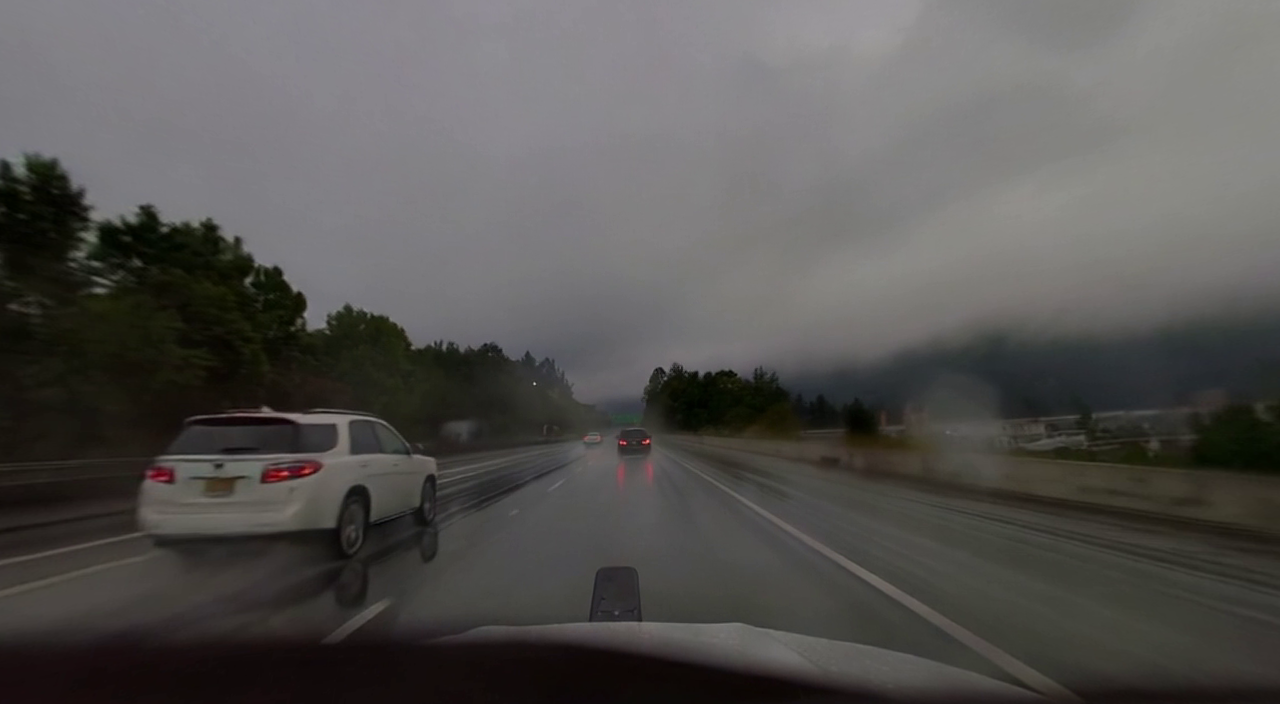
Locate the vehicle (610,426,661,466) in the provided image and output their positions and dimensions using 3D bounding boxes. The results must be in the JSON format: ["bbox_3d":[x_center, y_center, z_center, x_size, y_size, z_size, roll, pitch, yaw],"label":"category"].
[{"bbox_3d":[-0.197,4.201,28.406,2.134,1.654,4.174,0,-8,0],"label":"vehicle"}]

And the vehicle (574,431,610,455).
[{"bbox_3d":[-3.203,6.192,42.933,2.030,1.491,4.046,0,-8,1],"label":"vehicle"}]

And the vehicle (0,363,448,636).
[{"bbox_3d":[-3.853,1.264,6.527,2.251,1.749,4.820,0,-8,-1],"label":"vehicle"}]
